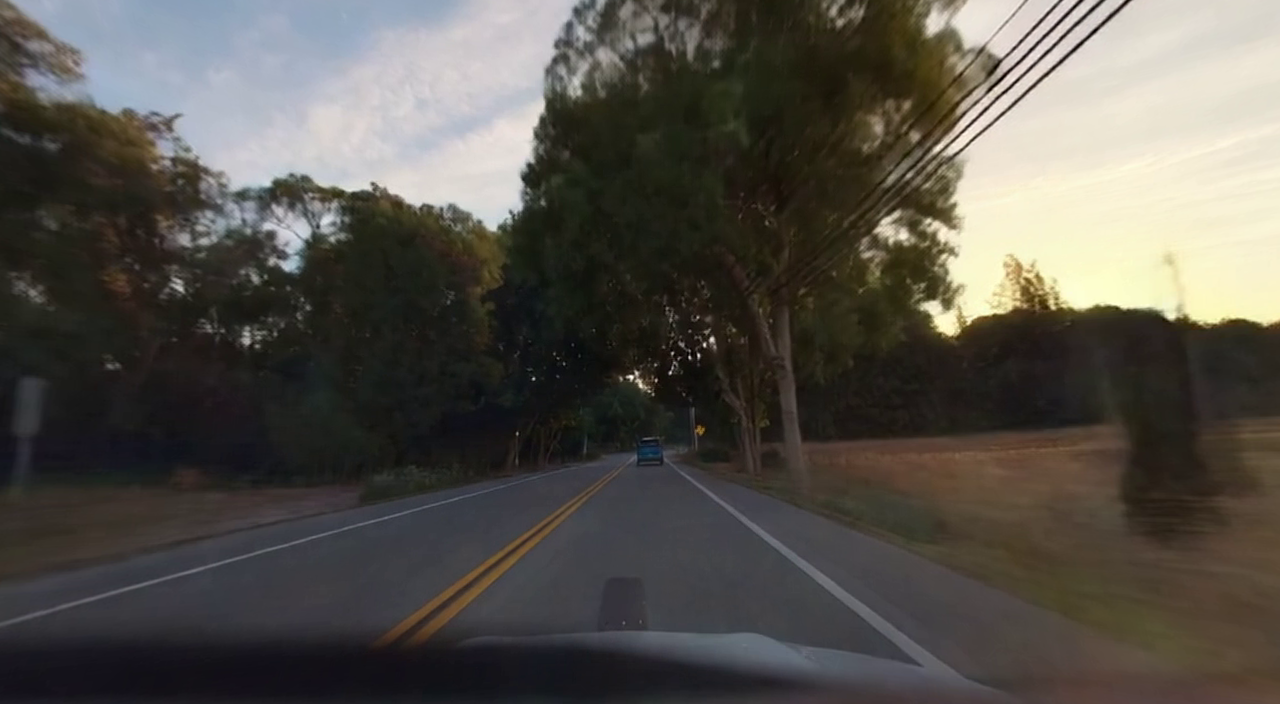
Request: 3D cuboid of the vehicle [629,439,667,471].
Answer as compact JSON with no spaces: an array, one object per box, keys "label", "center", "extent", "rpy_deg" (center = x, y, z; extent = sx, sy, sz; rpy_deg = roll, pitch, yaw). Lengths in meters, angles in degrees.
[{"label":"vehicle","center":[0.550,6.994,43.081],"extent":[2.468,2.056,4.422],"rpy_deg":[0,-8,0]}]
